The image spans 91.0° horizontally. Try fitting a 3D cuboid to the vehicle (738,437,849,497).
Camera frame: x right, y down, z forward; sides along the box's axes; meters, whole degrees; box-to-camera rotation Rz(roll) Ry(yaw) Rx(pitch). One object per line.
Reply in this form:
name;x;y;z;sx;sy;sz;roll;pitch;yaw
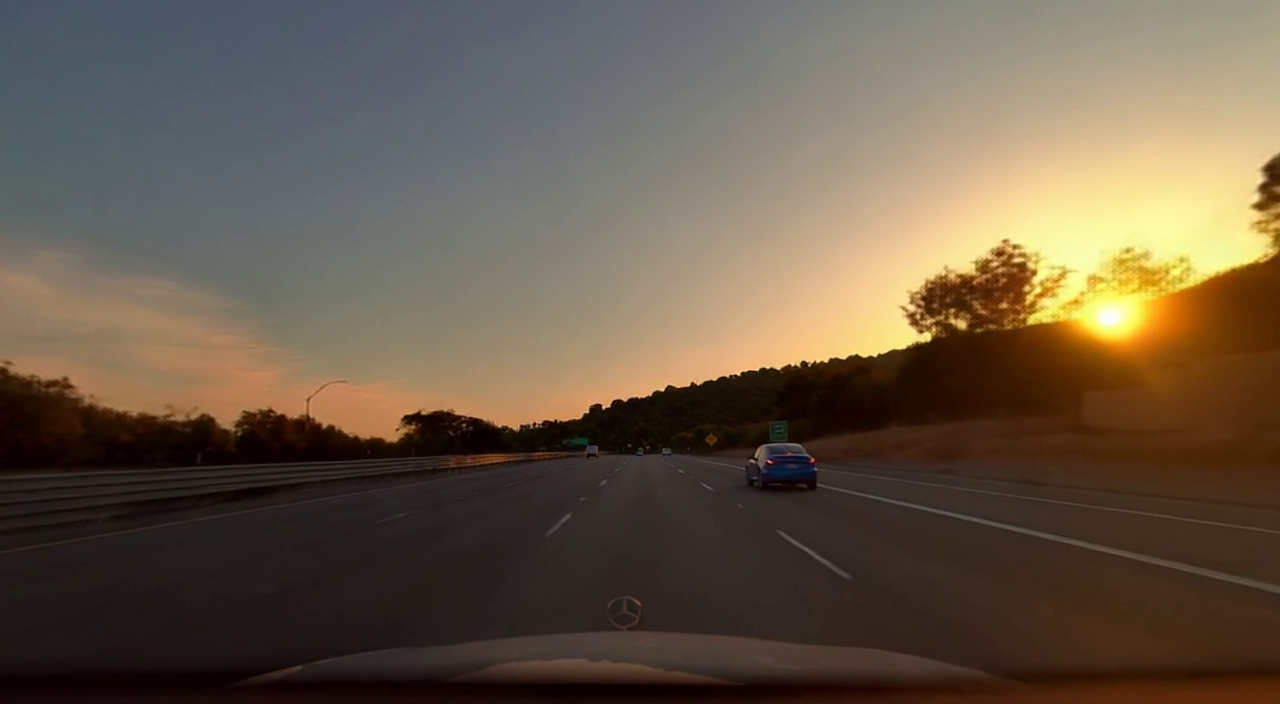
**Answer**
vehicle;4.236;3.262;18.199;2.033;1.501;4.398;0;-9;-1
